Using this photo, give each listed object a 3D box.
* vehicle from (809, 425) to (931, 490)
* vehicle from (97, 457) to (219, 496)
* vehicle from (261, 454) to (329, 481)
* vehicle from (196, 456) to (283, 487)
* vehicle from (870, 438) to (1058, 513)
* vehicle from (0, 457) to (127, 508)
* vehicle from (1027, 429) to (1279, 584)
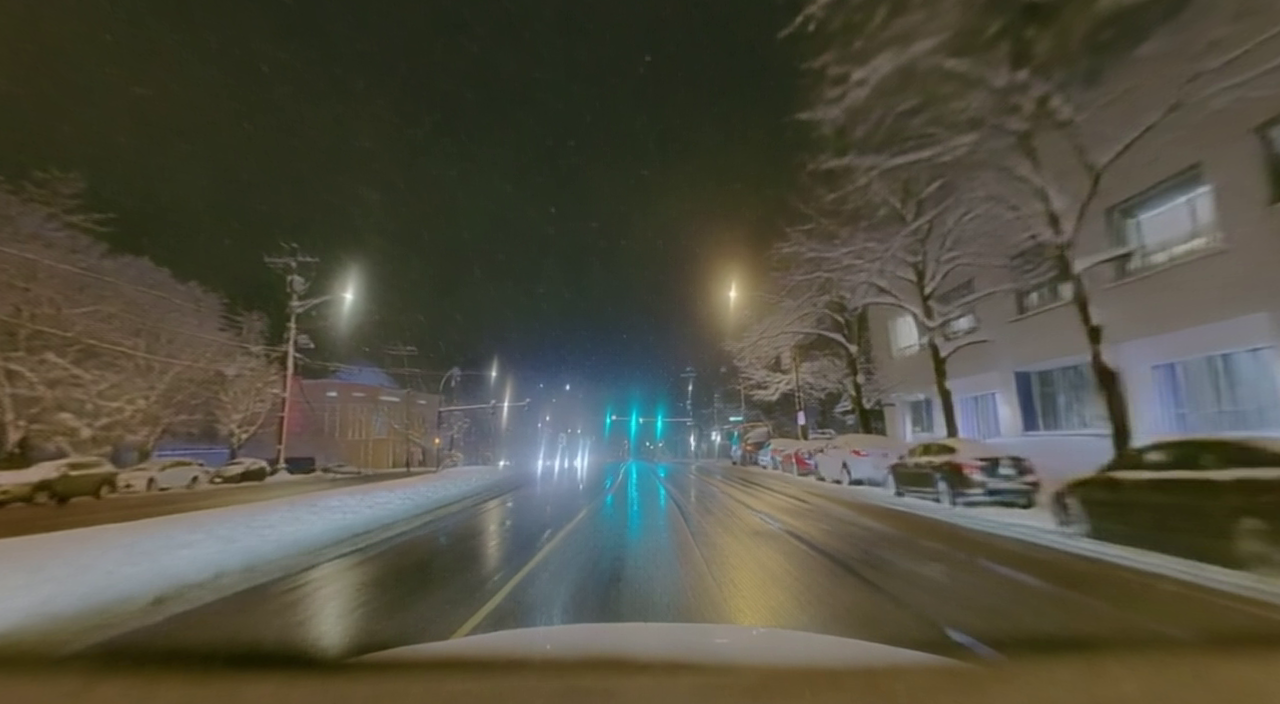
[{"bbox_3d":[7.272,3.402,20.582,2.200,1.860,4.511,0,-8,-1],"label":"vehicle"},{"bbox_3d":[-22.066,5.689,29.165,1.909,1.495,4.786,-1,-8,-1],"label":"vehicle"},{"bbox_3d":[-21.927,7.359,40.323,1.922,1.545,4.178,-1,-8,1],"label":"vehicle"},{"bbox_3d":[-22.060,6.570,34.980,1.821,1.496,4.724,-1,-8,-1],"label":"vehicle"},{"bbox_3d":[7.250,2.788,14.818,1.850,1.448,4.844,0,-8,0],"label":"vehicle"},{"bbox_3d":[-22.174,4.793,23.633,1.968,1.615,4.591,0,-8,0],"label":"vehicle"},{"bbox_3d":[7.252,1.684,7.440,2.196,1.471,4.999,0,-8,0],"label":"vehicle"}]
